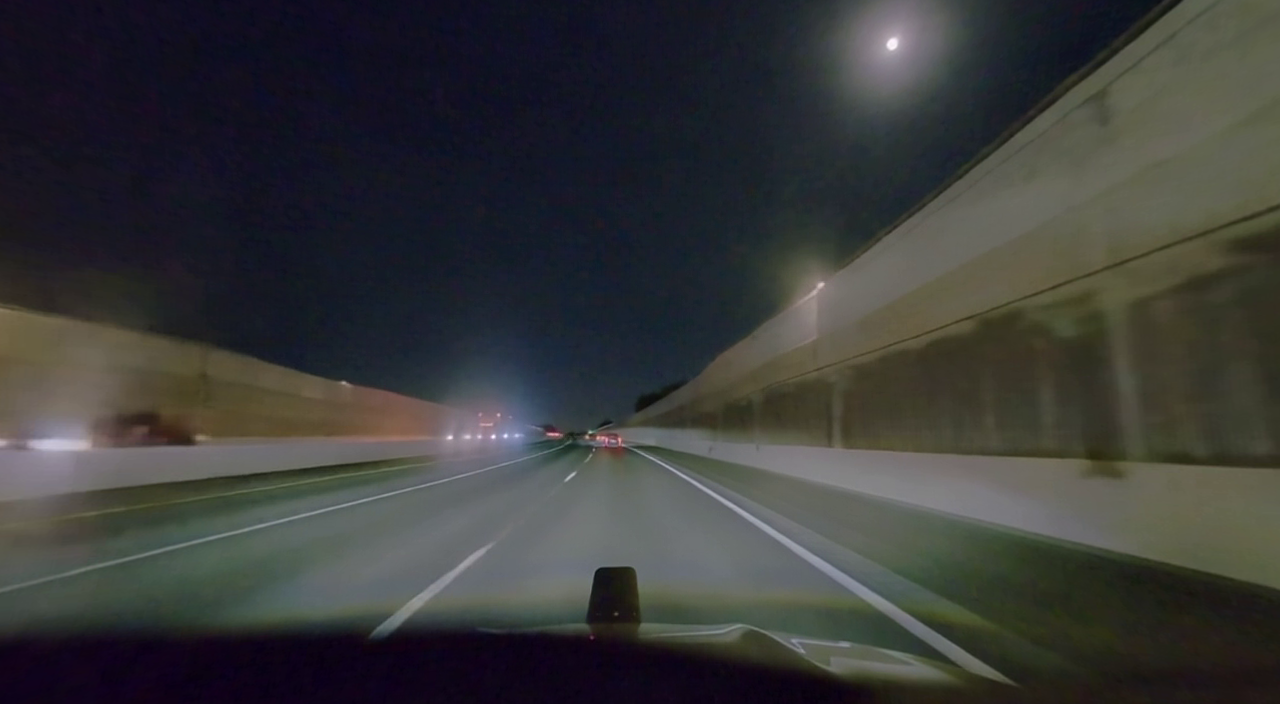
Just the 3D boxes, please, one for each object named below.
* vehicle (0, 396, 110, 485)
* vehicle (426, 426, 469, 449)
[{"bbox_3d":[-12.620,1.607,11.476,2.117,1.595,4.463,0,-7,-2],"label":"vehicle"},{"bbox_3d":[-13.931,6.239,45.920,1.939,1.547,4.294,0,-8,-2],"label":"vehicle"}]
